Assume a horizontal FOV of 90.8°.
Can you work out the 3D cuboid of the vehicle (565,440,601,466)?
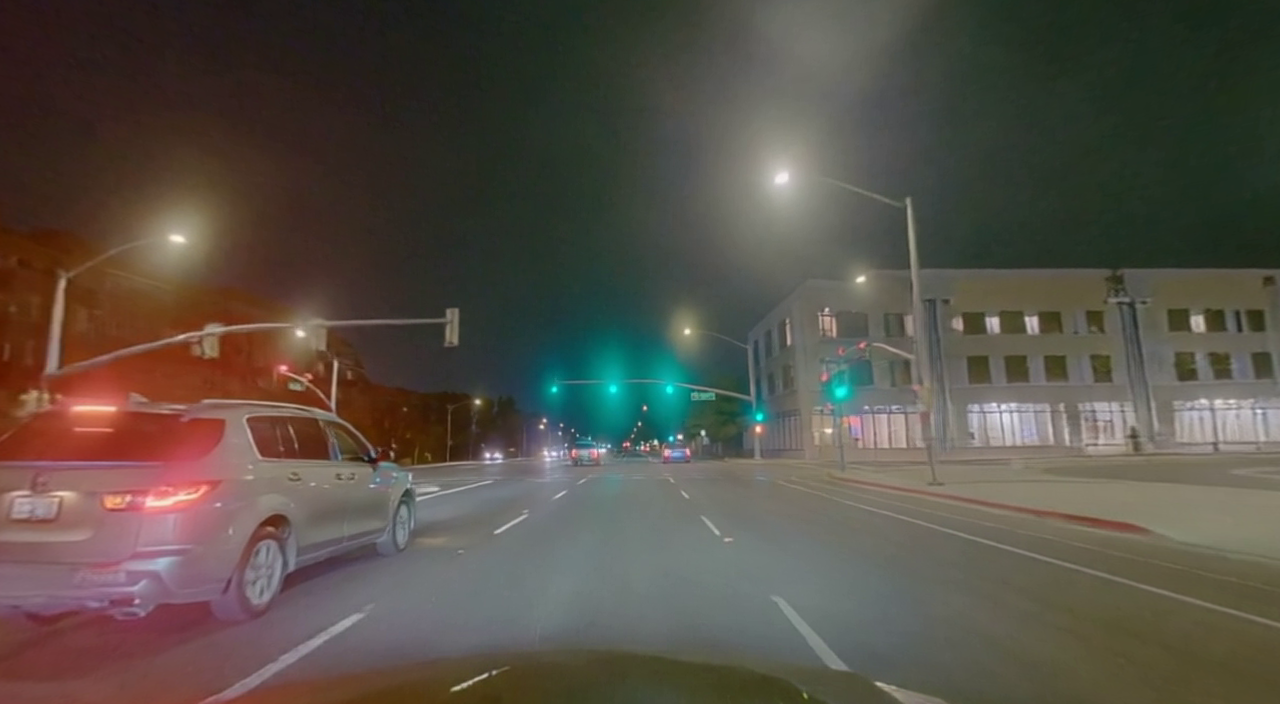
[{"bbox_3d":[-3.907,7.020,43.867,2.083,1.685,4.069,0,-8,0],"label":"vehicle"}]

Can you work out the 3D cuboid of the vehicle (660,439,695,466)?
[{"bbox_3d":[2.485,6.837,43.165,2.018,1.719,4.369,0,-8,-2],"label":"vehicle"}]

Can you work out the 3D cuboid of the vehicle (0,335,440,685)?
[{"bbox_3d":[-3.937,1.262,6.238,2.225,1.984,5.168,0,-8,0],"label":"vehicle"}]
